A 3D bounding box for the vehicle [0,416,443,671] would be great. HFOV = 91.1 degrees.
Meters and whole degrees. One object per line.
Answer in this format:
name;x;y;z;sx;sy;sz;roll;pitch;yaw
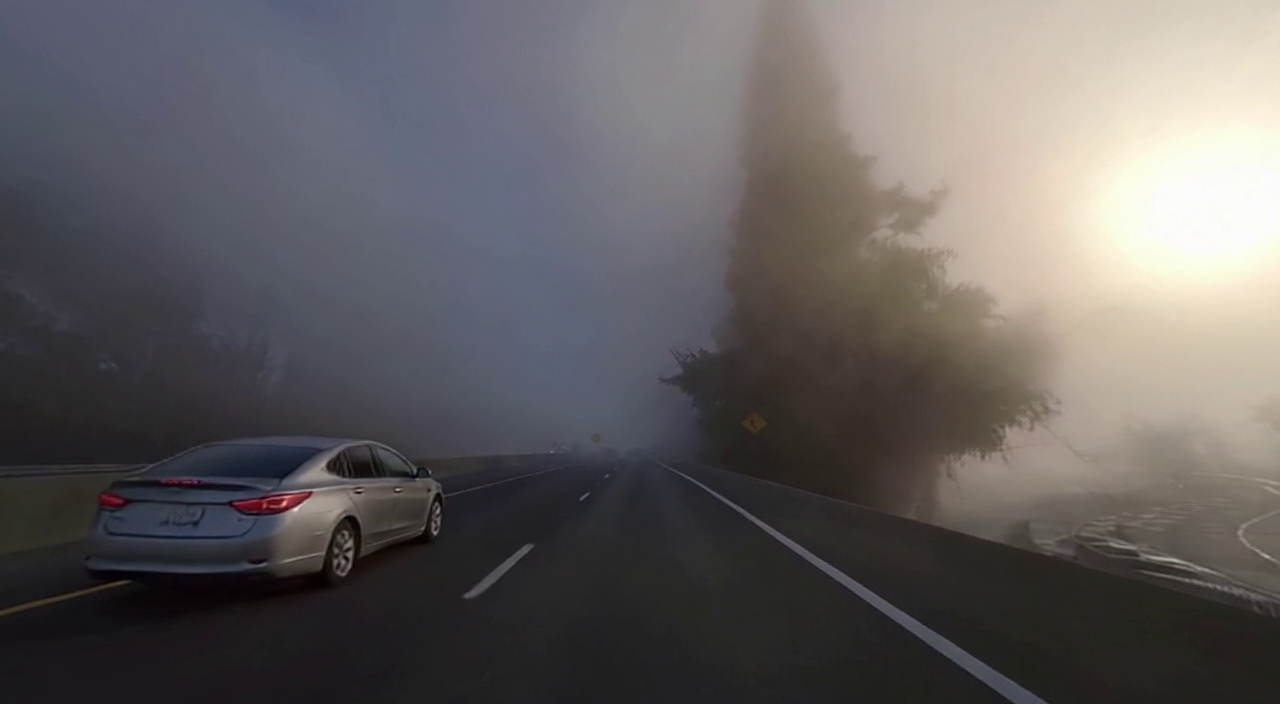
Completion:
vehicle;-3.817;1.532;6.326;2.092;1.562;4.748;0;-8;1
